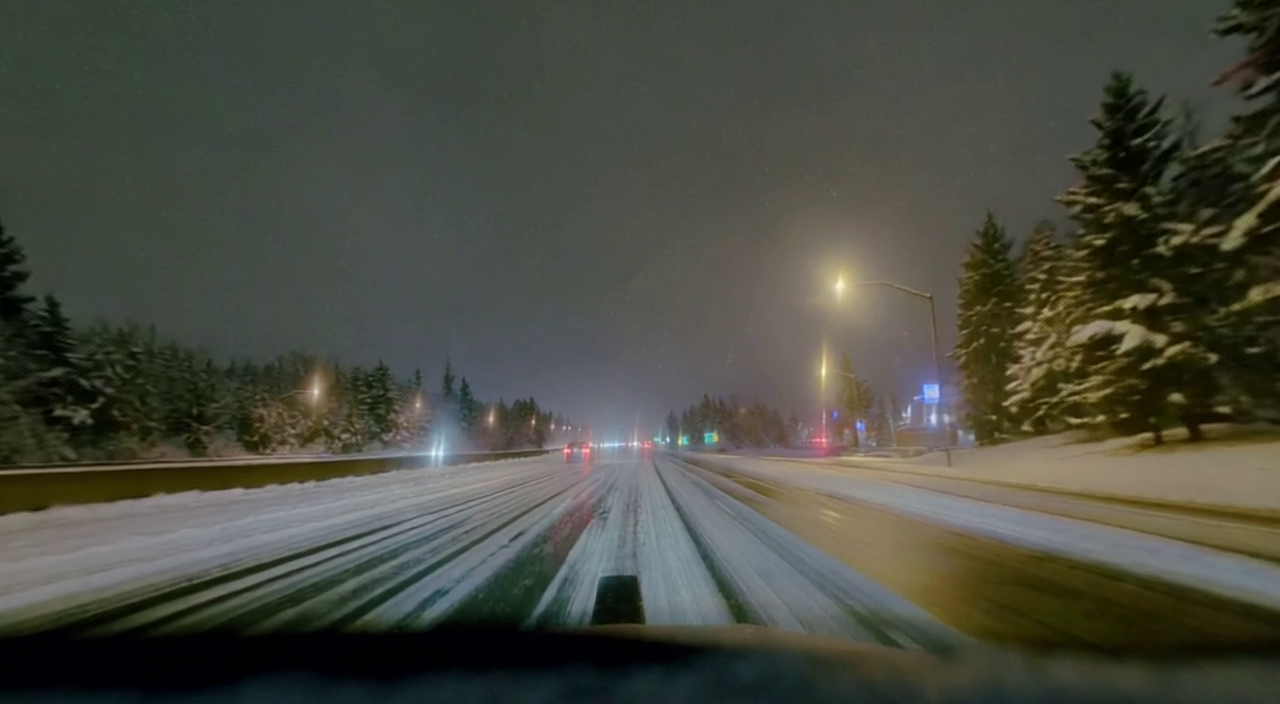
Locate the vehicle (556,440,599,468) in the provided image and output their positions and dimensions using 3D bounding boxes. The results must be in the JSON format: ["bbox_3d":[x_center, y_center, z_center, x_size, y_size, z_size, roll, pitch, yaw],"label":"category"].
[{"bbox_3d":[-3.607,5.995,37.060,2.015,1.557,4.229,0,-9,1],"label":"vehicle"}]
